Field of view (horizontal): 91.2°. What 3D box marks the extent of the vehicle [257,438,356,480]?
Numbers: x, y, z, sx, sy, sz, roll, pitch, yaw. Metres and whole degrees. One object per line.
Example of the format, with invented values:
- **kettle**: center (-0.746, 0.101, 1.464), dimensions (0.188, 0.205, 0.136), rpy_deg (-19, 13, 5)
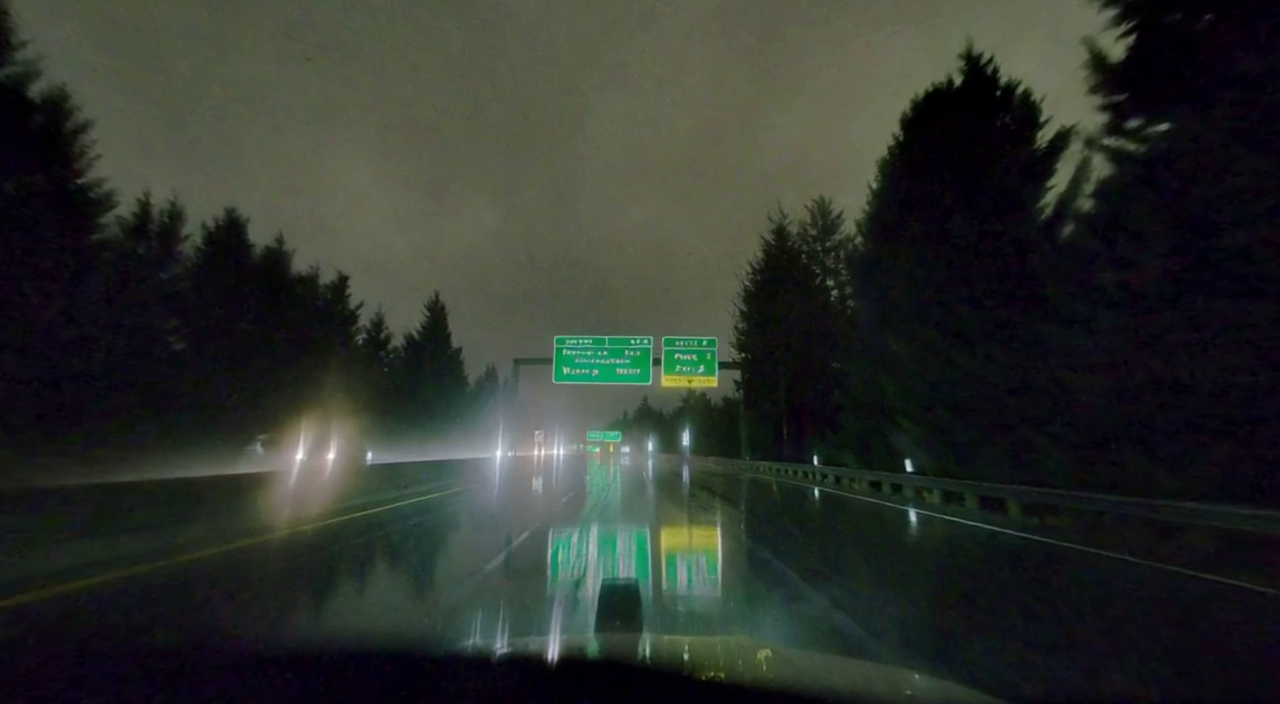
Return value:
- **vehicle**: center (-13.123, 4.230, 24.986), dimensions (1.802, 1.493, 4.016), rpy_deg (0, -9, -1)
